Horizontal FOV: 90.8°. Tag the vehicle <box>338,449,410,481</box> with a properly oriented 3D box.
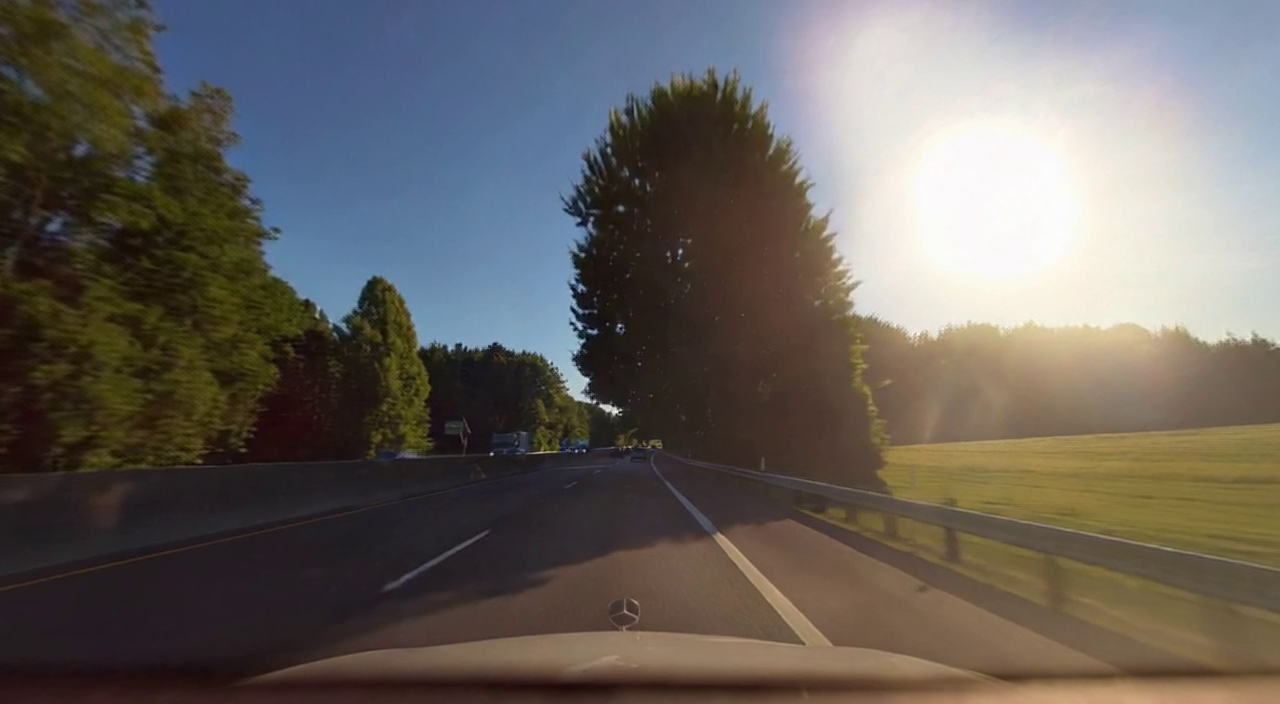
[{"bbox_3d":[-12.557,5.347,30.074,1.810,1.424,3.661,0,-9,0],"label":"vehicle"}]

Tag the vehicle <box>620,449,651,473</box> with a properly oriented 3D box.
[{"bbox_3d":[-0.298,6.765,39.328,1.853,1.436,3.438,0,-9,-1],"label":"vehicle"}]
